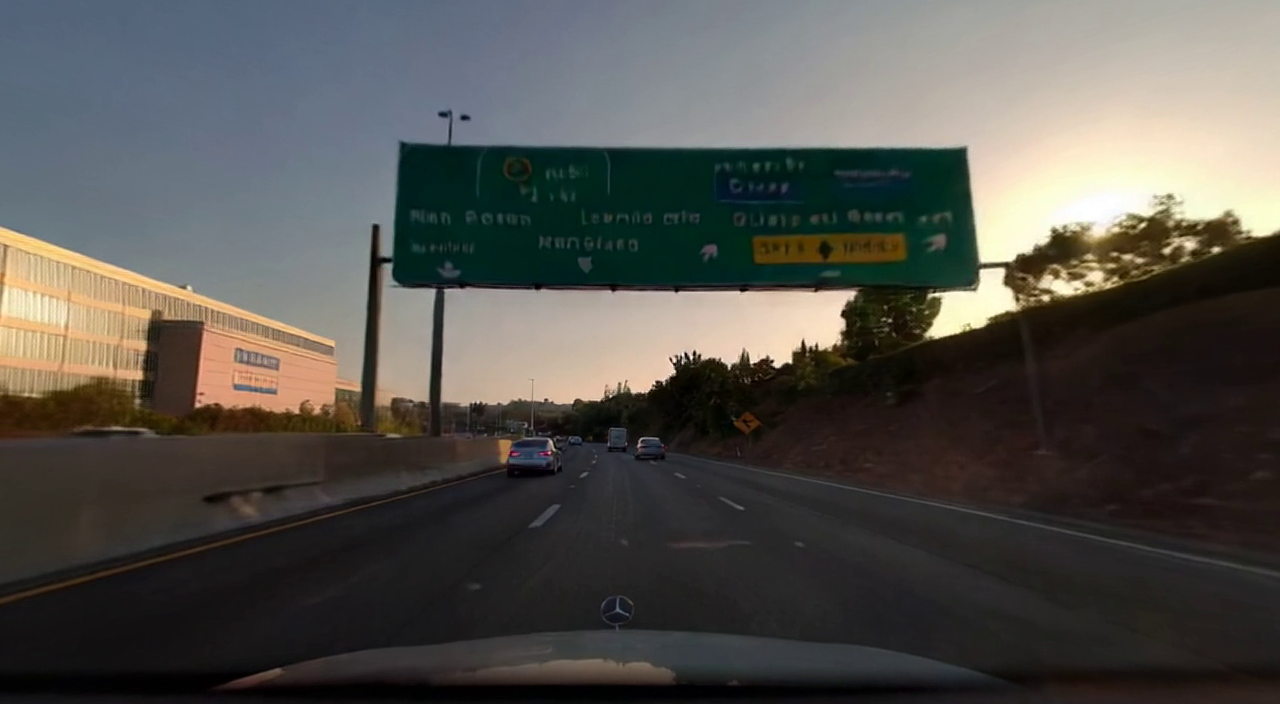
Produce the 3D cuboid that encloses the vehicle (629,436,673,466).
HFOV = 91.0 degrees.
[{"bbox_3d":[0.576,5.808,37.019,2.078,1.608,3.982,0,-8,-6],"label":"vehicle"}]

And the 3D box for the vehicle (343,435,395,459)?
[{"bbox_3d":[-17.989,6.313,41.961,1.853,1.517,3.978,0,-8,-3],"label":"vehicle"}]

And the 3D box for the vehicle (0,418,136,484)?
[{"bbox_3d":[-16.863,2.757,17.681,1.982,1.612,4.185,0,-8,-2],"label":"vehicle"}]

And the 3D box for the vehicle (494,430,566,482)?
[{"bbox_3d":[-4.007,3.873,23.714,2.080,1.733,4.410,0,-8,-2],"label":"vehicle"}]
